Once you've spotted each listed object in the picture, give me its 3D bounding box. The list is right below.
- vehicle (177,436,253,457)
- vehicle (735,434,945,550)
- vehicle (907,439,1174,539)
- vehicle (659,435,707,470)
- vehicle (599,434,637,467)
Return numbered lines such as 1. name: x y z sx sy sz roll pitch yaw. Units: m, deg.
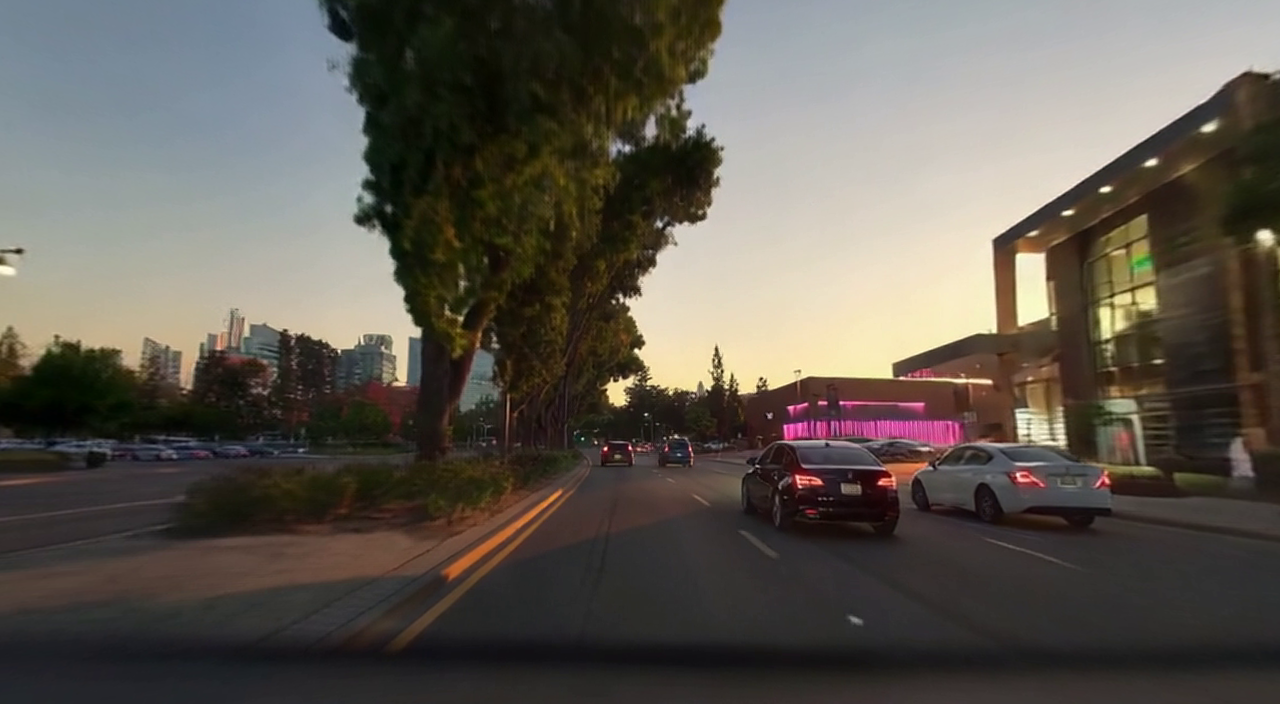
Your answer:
1. vehicle: -31.346 6.975 46.476 4.040 1.501 2.088 1 -8 -5
2. vehicle: 2.864 2.092 10.159 1.883 1.452 4.258 0 -8 -2
3. vehicle: 6.817 2.332 11.437 1.917 1.457 4.274 0 -8 -2
4. vehicle: 2.283 5.445 34.318 2.000 1.745 4.206 1 -8 -4
5. vehicle: -1.384 5.872 37.671 2.051 1.798 4.168 1 -8 -5
